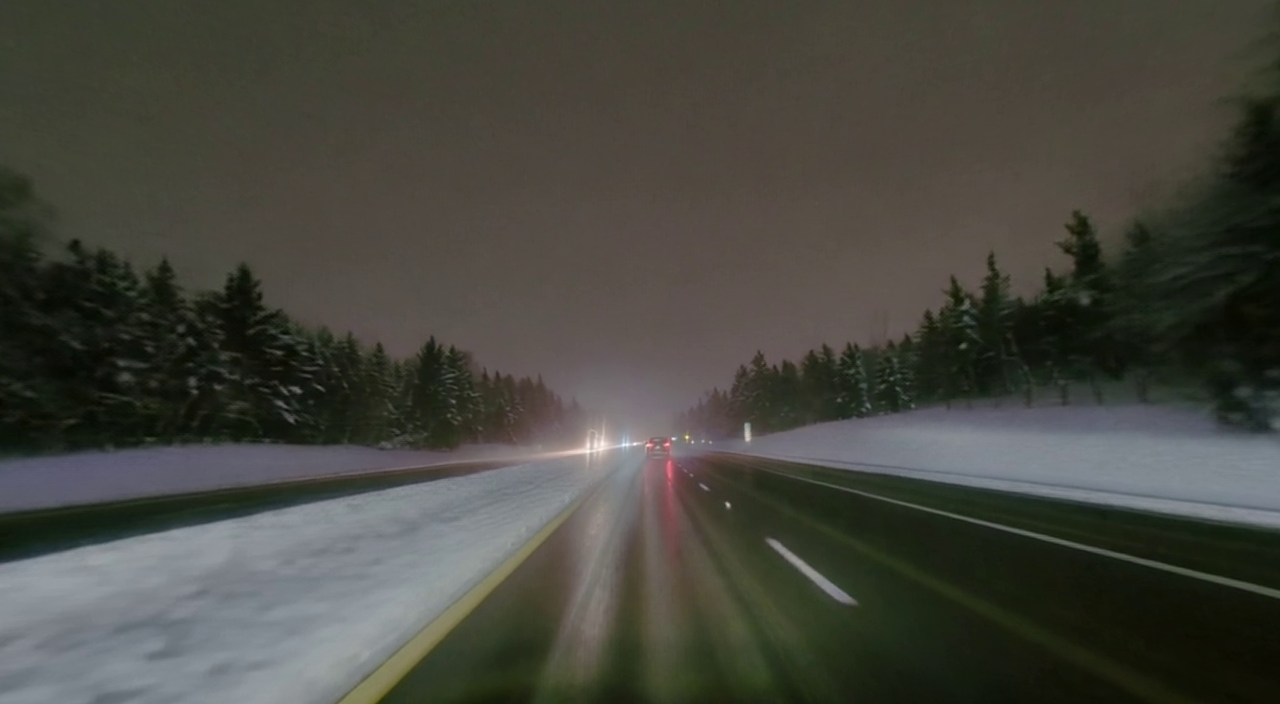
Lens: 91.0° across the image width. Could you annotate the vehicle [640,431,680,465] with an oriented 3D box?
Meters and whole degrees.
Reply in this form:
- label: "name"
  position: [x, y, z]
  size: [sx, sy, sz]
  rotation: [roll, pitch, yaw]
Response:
- label: "vehicle"
  position: [1.224, 5.930, 38.922]
  size: [2.301, 1.944, 4.554]
  rotation: [0, -8, 2]
